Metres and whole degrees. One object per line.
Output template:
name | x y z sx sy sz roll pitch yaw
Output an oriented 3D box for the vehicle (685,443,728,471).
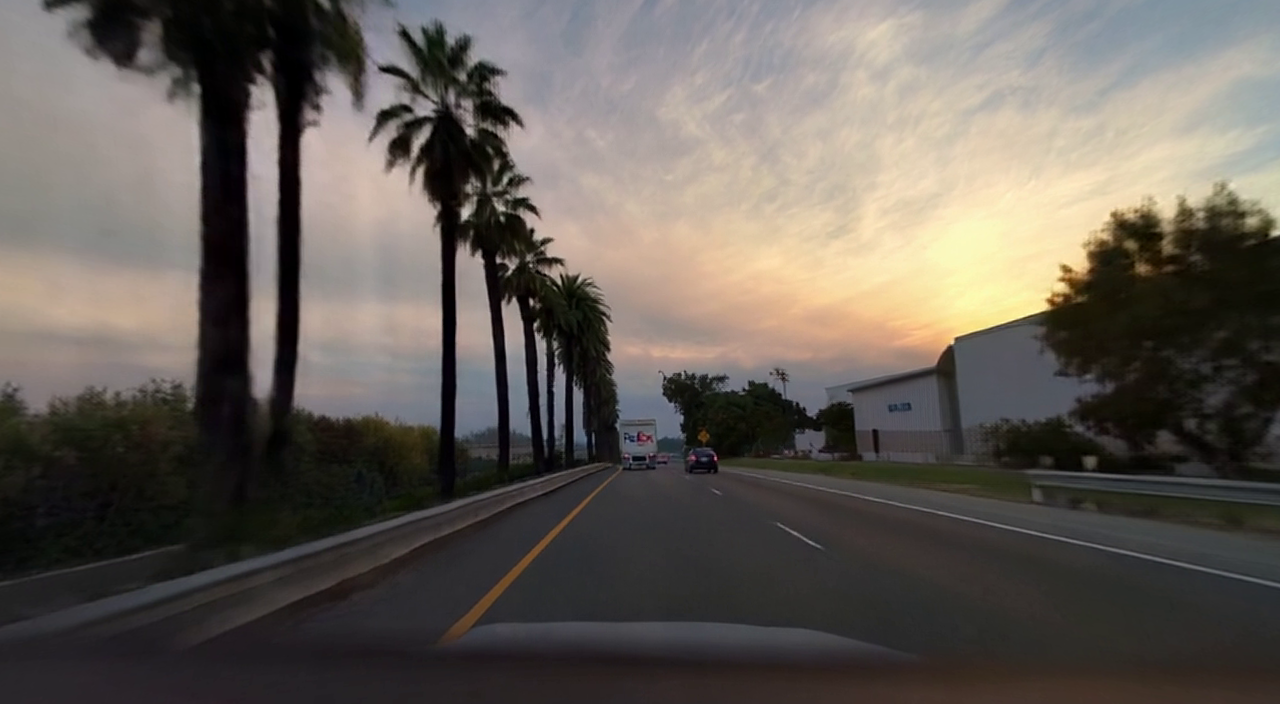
vehicle | 3.840 6.147 37.031 1.966 1.558 4.238 0 -9 -2
